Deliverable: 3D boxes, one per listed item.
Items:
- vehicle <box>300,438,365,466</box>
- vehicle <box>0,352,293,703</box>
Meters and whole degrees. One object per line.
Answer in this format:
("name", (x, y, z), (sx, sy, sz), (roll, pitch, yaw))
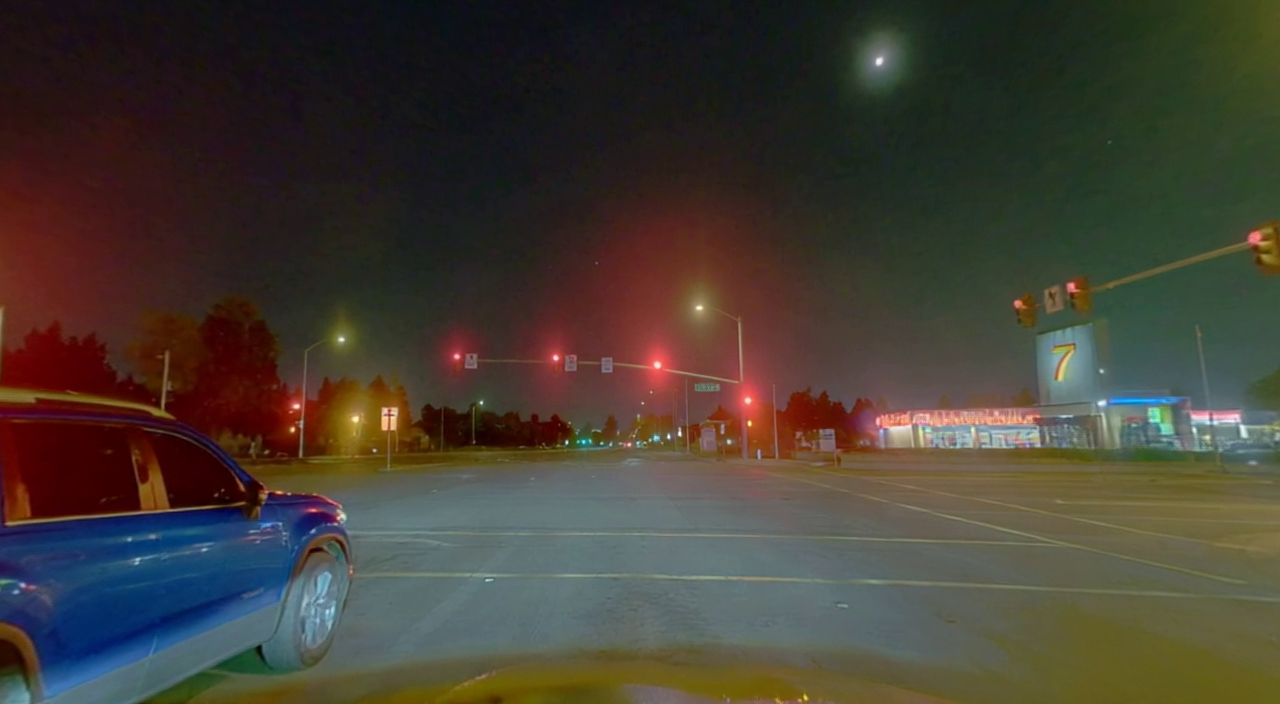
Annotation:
("vehicle", (-20.465, 6.679, 42.145), (2.004, 1.699, 4.486), (0, -9, 1))
("vehicle", (-3.423, 0.806, 2.038), (2.053, 1.690, 4.364), (0, -9, 0))
